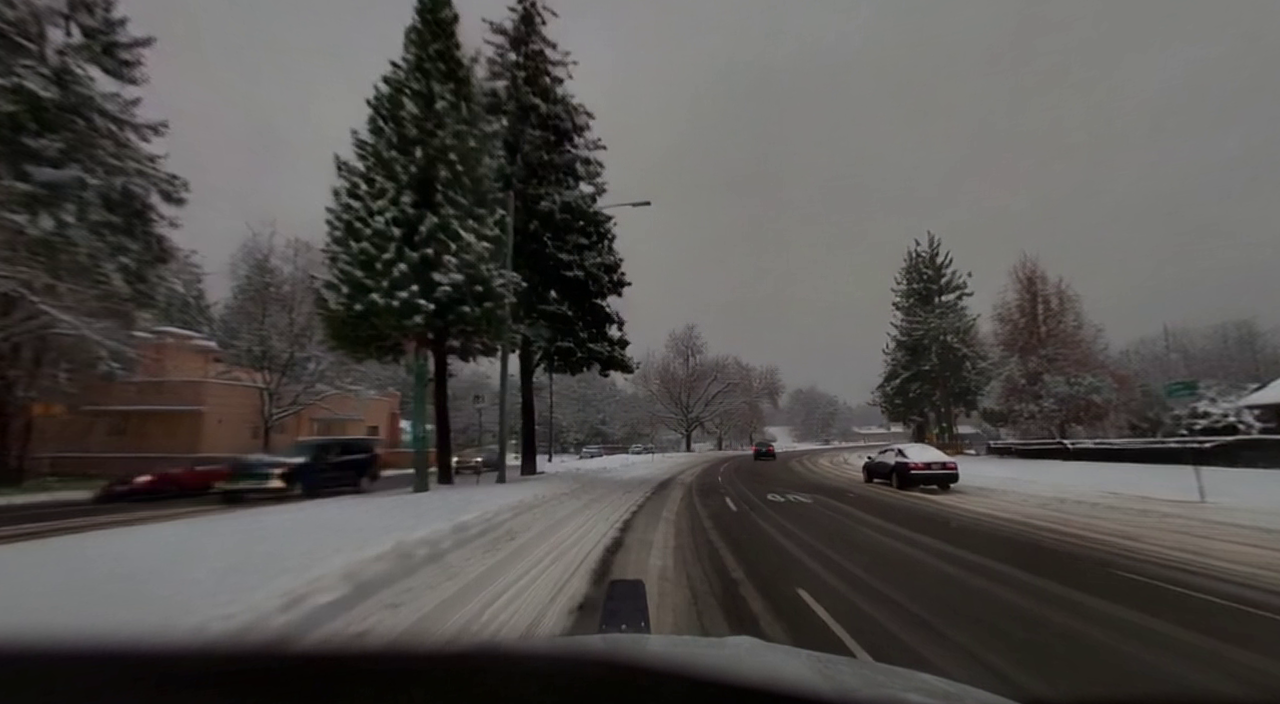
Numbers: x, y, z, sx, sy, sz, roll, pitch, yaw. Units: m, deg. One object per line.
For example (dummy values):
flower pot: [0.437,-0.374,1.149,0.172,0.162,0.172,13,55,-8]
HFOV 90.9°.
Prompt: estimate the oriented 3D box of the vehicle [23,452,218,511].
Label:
vehicle: [-15.222,3.772,18.859,1.893,1.474,4.375,-1,-8,4]

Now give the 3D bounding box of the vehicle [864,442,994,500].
vehicle: [8.106,3.349,18.193,1.855,1.444,4.389,-1,-8,3]

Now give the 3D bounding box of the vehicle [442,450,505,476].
vehicle: [-9.920,6.649,37.997,1.905,1.451,4.698,-1,-8,9]

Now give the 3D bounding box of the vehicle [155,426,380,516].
vehicle: [-8.833,2.849,15.721,2.137,1.828,5.202,-1,-8,4]

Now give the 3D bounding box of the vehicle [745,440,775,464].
vehicle: [8.838,7.296,46.123,1.991,1.684,4.127,-2,-9,12]
